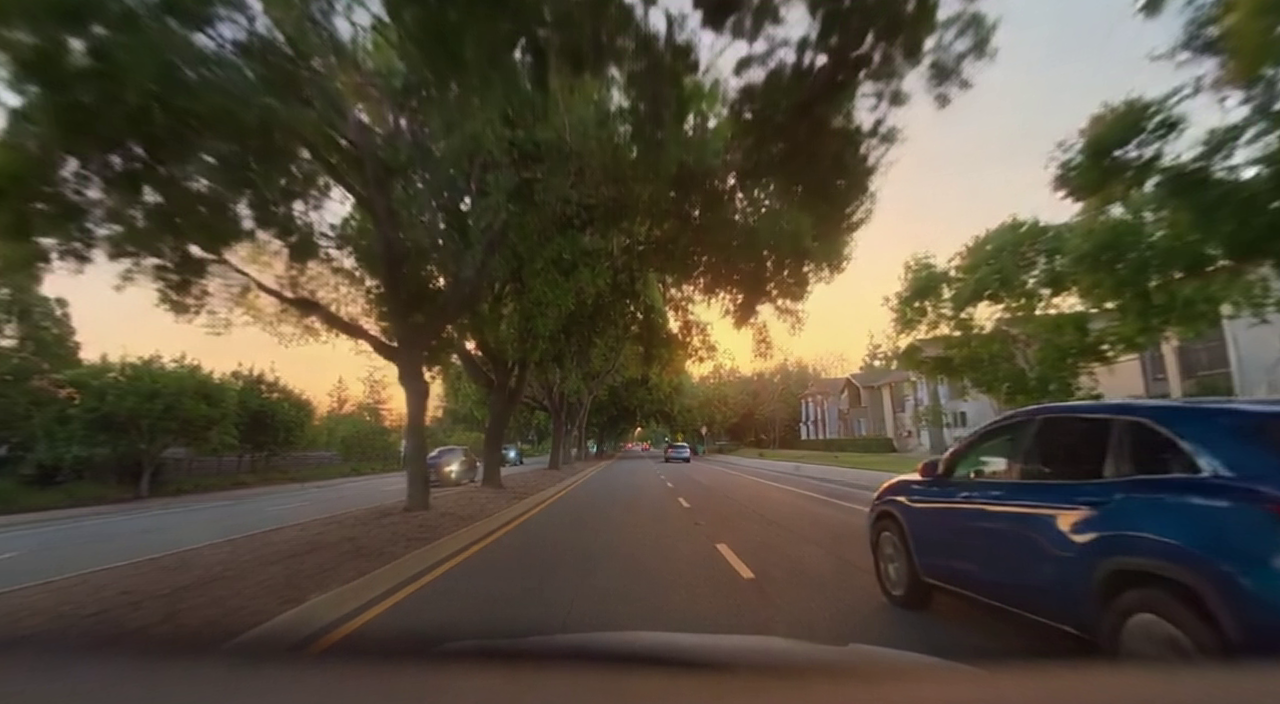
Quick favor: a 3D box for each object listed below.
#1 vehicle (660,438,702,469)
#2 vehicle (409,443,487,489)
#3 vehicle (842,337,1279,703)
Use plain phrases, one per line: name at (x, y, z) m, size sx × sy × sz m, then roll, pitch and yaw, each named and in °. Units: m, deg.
vehicle at (2.418, 6.139, 38.365) m, size 2.164 × 1.725 × 4.285 m, roll 0°, pitch -9°, yaw -1°
vehicle at (-8.114, 4.840, 27.114) m, size 1.973 × 1.701 × 4.338 m, roll -2°, pitch -9°, yaw 0°
vehicle at (3.079, 1.037, 3.919) m, size 2.066 × 1.603 × 4.475 m, roll 0°, pitch -8°, yaw -1°
